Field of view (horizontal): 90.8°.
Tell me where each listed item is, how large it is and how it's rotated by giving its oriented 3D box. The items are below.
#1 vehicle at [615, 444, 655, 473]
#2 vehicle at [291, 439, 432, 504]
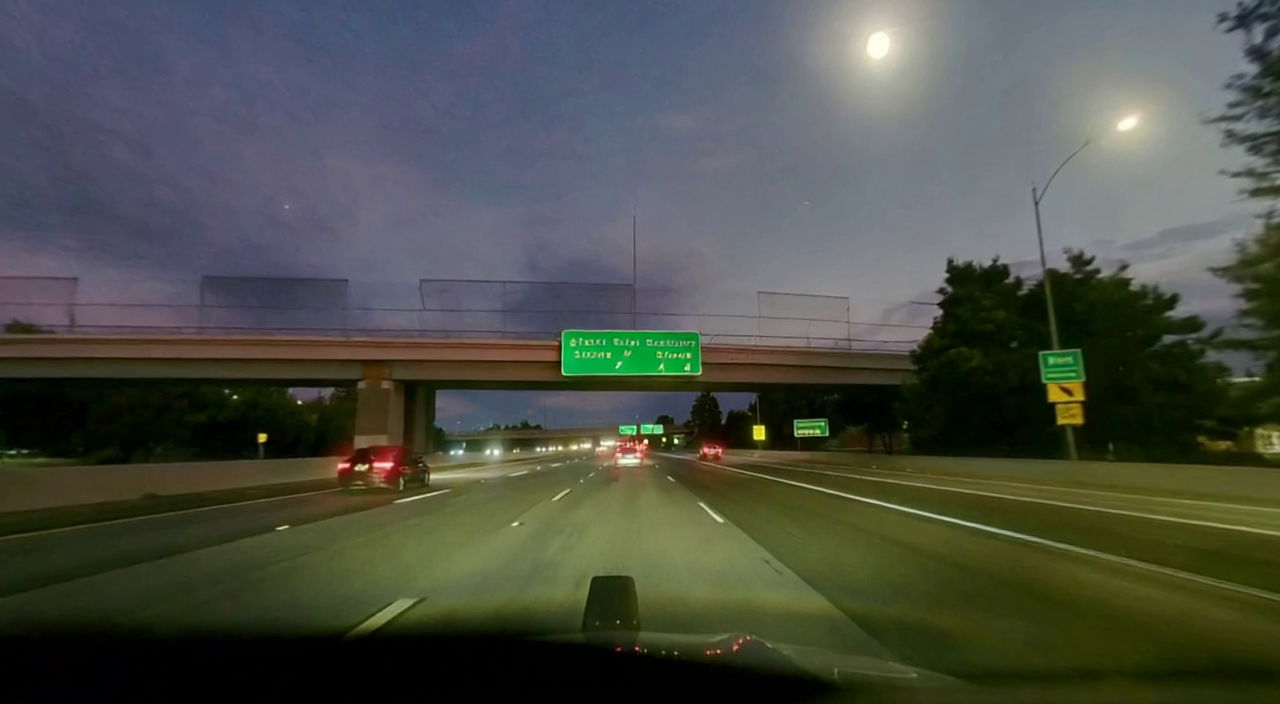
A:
[{"bbox_3d":[-0.321,5.730,34.326,2.012,1.471,4.059,0,-8,-2],"label":"vehicle"},{"bbox_3d":[-7.465,3.227,17.511,1.957,1.554,4.350,0,-8,-1],"label":"vehicle"}]
